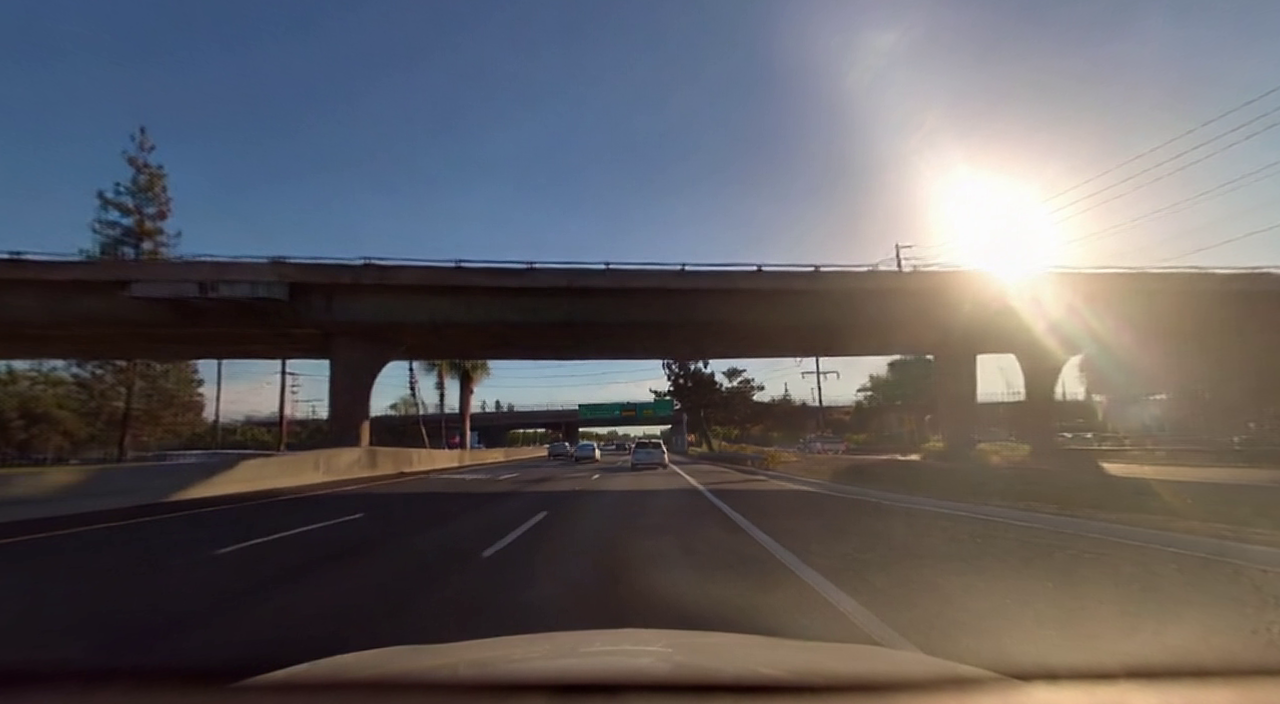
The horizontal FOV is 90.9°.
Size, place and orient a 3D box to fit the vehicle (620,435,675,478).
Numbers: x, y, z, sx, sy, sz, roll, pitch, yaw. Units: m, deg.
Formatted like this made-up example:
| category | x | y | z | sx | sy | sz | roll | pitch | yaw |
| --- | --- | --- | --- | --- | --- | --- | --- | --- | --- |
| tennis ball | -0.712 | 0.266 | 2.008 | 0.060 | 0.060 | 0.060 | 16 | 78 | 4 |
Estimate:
| category | x | y | z | sx | sy | sz | roll | pitch | yaw |
| --- | --- | --- | --- | --- | --- | --- | --- | --- | --- |
| vehicle | 0.288 | 4.467 | 27.189 | 2.152 | 1.697 | 4.066 | 0 | -9 | 0 |

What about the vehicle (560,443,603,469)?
| category | x | y | z | sx | sy | sz | roll | pitch | yaw |
| --- | --- | --- | --- | --- | --- | --- | --- | --- | --- |
| vehicle | -3.370 | 6.110 | 37.257 | 2.056 | 1.464 | 4.564 | 0 | -9 | 1 |

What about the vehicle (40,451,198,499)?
| category | x | y | z | sx | sy | sz | roll | pitch | yaw |
| --- | --- | --- | --- | --- | --- | --- | --- | --- | --- |
| vehicle | -17.796 | 4.181 | 21.876 | 1.760 | 1.433 | 4.294 | 0 | -9 | 0 |
